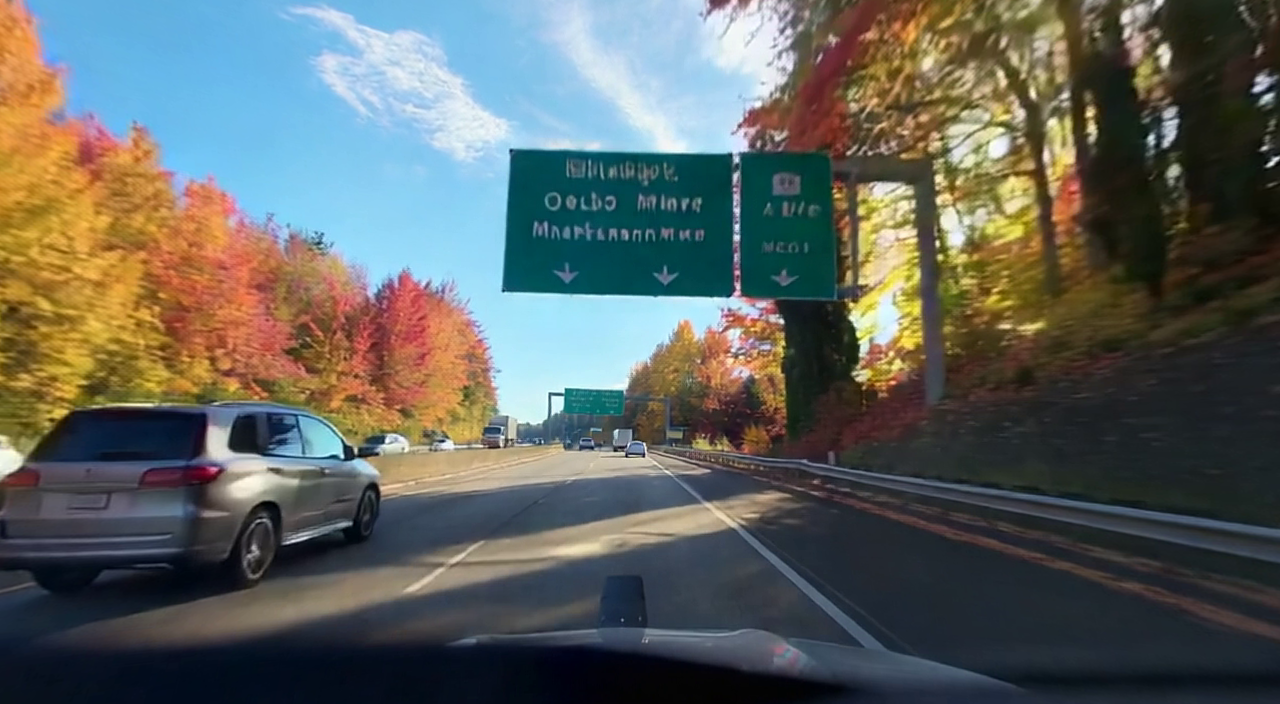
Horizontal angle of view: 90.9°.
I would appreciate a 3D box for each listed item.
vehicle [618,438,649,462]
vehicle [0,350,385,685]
[{"bbox_3d":[-0.459,6.452,41.691,1.939,1.497,3.863,0,-8,-1],"label":"vehicle"},{"bbox_3d":[-4.064,1.141,5.404,1.924,1.720,4.195,0,-8,1],"label":"vehicle"}]
